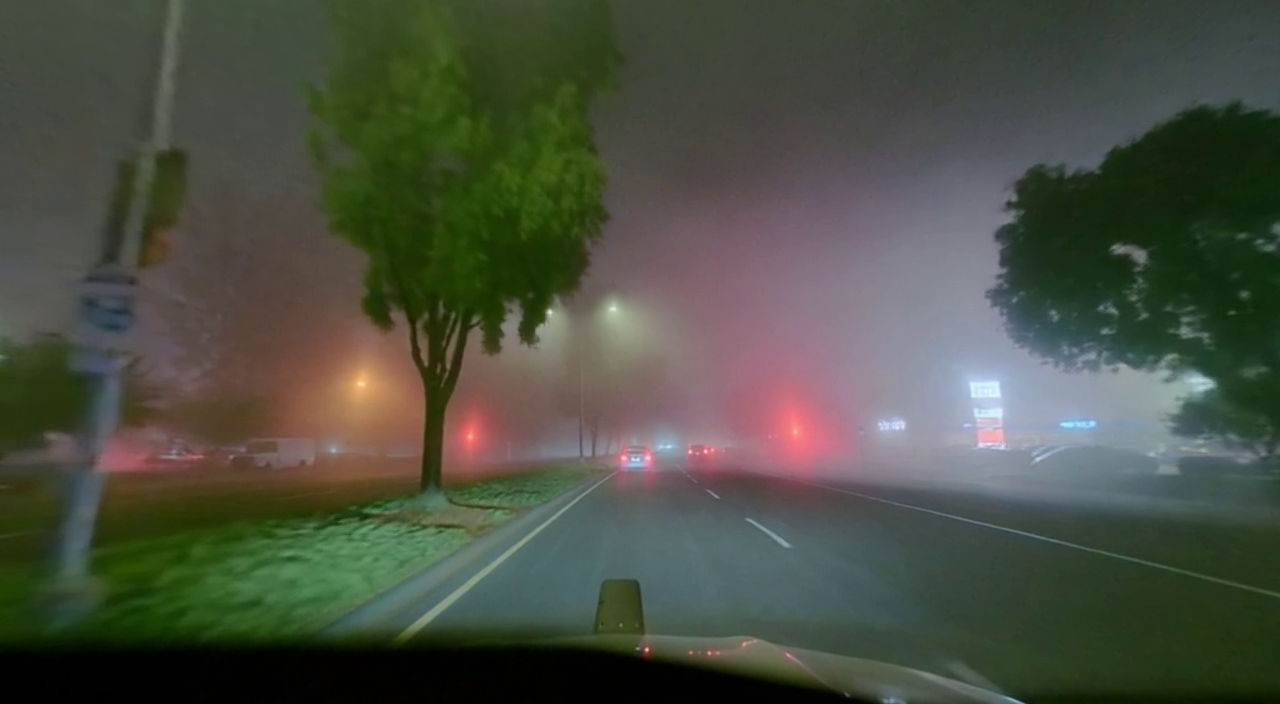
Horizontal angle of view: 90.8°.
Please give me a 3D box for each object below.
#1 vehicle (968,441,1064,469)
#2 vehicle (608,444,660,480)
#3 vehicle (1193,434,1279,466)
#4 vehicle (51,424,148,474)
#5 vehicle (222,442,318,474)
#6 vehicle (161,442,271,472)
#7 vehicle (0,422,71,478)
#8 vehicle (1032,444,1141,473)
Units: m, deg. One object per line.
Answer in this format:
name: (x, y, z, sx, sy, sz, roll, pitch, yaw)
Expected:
vehicle: (21.360, 5.843, 35.981, 4.197, 1.505, 1.915, 0, -8, 1)
vehicle: (-0.180, 4.750, 27.585, 2.095, 1.456, 3.873, 0, -8, 2)
vehicle: (34.534, 5.576, 35.759, 4.366, 1.723, 1.944, -1, -10, 3)
vehicle: (-30.400, 5.526, 35.491, 5.689, 2.583, 2.285, -7, -12, 32)
vehicle: (-24.121, 6.855, 41.266, 5.104, 1.947, 2.106, 6, -10, -36)
vehicle: (-31.282, 7.759, 46.897, 2.154, 2.021, 6.409, -5, -10, 28)
vehicle: (-32.130, 5.148, 32.755, 5.926, 2.638, 2.413, -8, -12, 35)
vehicle: (21.441, 5.118, 30.437, 3.811, 1.355, 1.823, 0, -9, 0)
